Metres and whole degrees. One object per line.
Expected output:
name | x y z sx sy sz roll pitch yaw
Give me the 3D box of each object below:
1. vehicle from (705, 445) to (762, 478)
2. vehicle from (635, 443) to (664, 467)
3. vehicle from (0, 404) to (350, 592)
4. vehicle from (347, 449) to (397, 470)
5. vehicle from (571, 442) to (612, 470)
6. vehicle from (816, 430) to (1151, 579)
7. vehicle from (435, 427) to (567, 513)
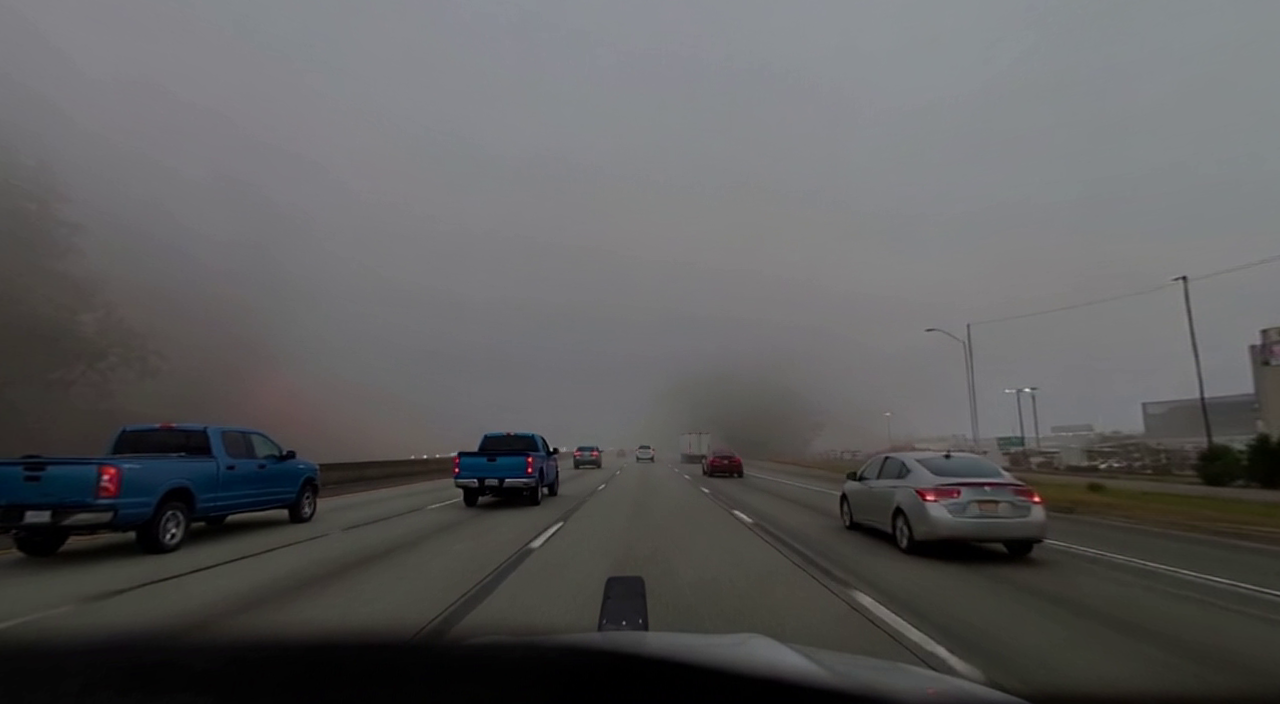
vehicle | 4.454 5.278 30.777 2.072 1.456 4.537 0 -8 -1
vehicle | 0.669 7.503 46.136 2.080 1.682 4.150 0 -8 0
vehicle | -6.489 1.796 8.764 2.428 1.812 5.131 0 -8 1
vehicle | -20.208 8.114 47.717 1.824 1.439 4.318 0 -8 0
vehicle | -3.058 6.708 40.941 2.209 1.714 4.576 0 -8 1
vehicle | 4.138 1.893 8.723 2.111 1.498 4.466 0 -8 0
vehicle | -3.170 2.797 15.484 2.146 1.775 4.553 0 -8 1
